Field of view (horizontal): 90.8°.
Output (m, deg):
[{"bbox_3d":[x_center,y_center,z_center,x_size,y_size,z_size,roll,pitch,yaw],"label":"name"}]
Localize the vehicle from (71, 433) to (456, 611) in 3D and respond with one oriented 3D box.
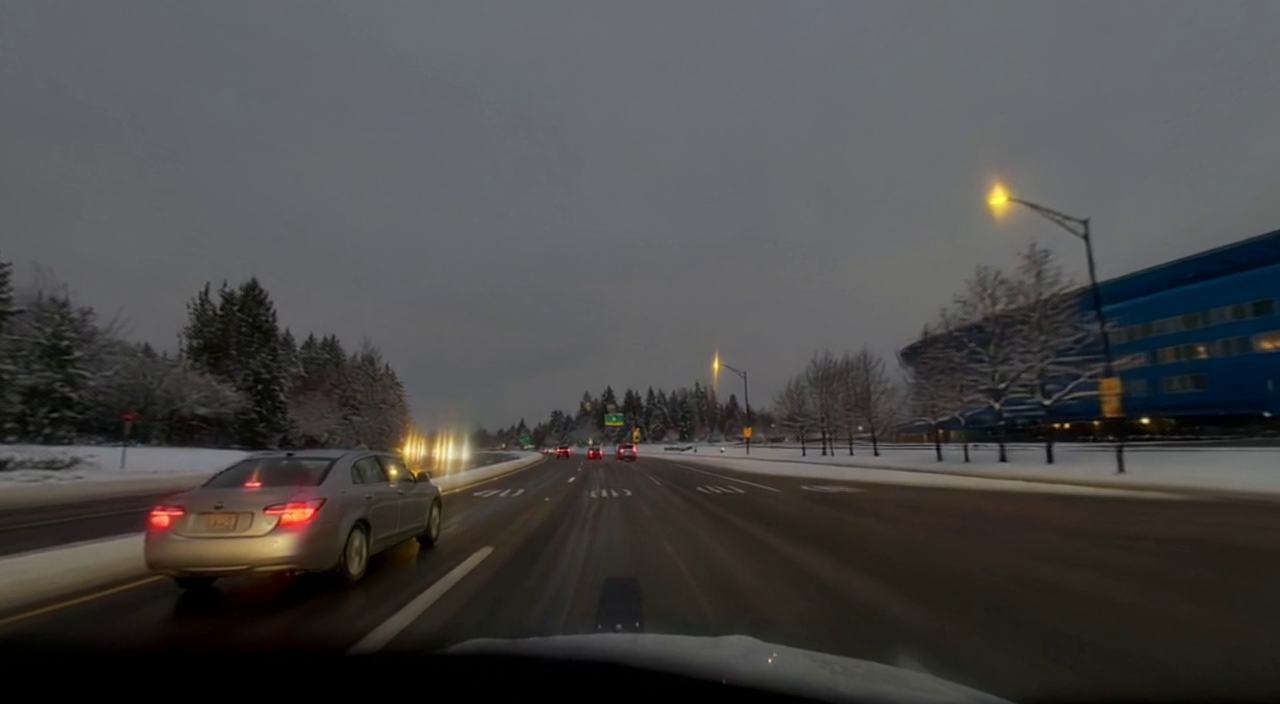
[{"bbox_3d":[-3.862,1.775,7.642,2.018,1.476,4.364,0,-8,-1],"label":"vehicle"}]
